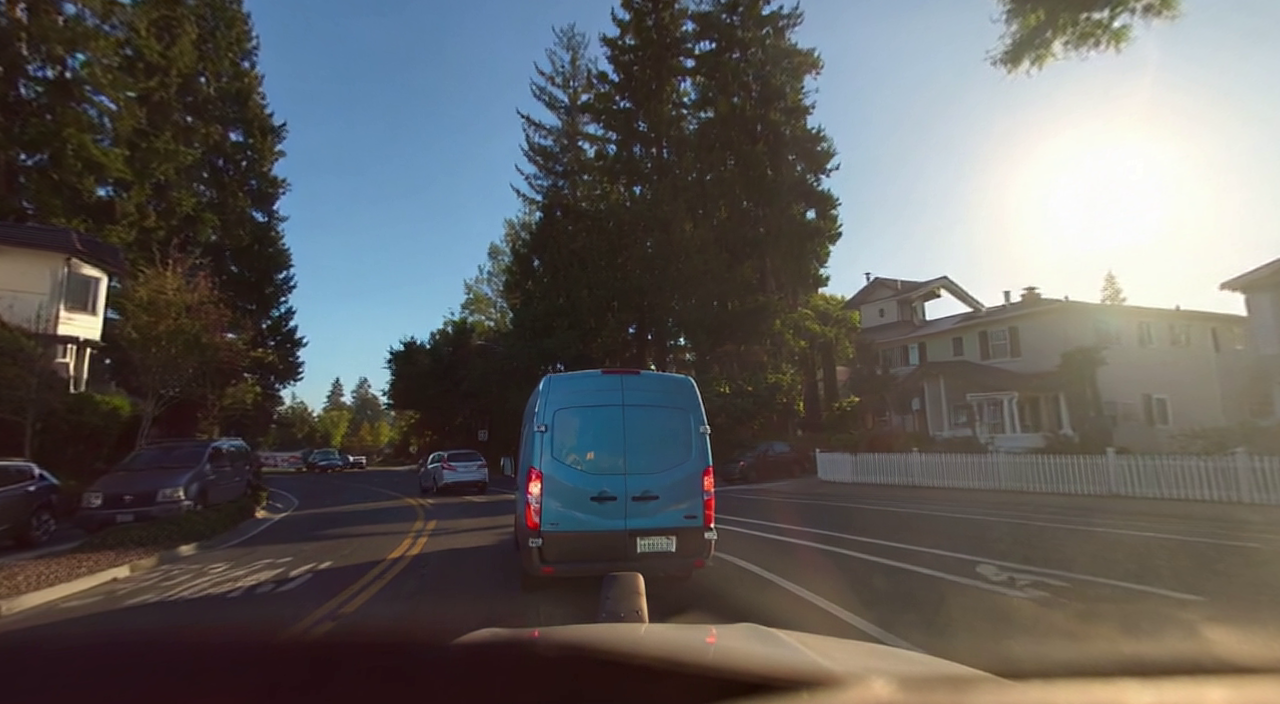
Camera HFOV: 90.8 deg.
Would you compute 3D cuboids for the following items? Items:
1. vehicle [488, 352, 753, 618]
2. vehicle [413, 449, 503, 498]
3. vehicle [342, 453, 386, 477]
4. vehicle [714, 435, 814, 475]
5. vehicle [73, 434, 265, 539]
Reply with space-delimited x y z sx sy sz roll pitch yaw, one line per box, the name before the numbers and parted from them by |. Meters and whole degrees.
vehicle | -0.668 1.435 7.712 2.213 2.124 4.809 2 -9 -14
vehicle | -6.272 4.028 21.418 2.008 1.445 4.386 4 -10 -28
vehicle | -18.885 7.654 43.096 1.911 1.493 4.291 6 -10 -33
vehicle | 5.996 4.920 30.357 4.559 1.754 1.985 5 -10 -33
vehicle | -10.278 2.866 14.402 2.228 1.871 5.492 4 -9 -24
